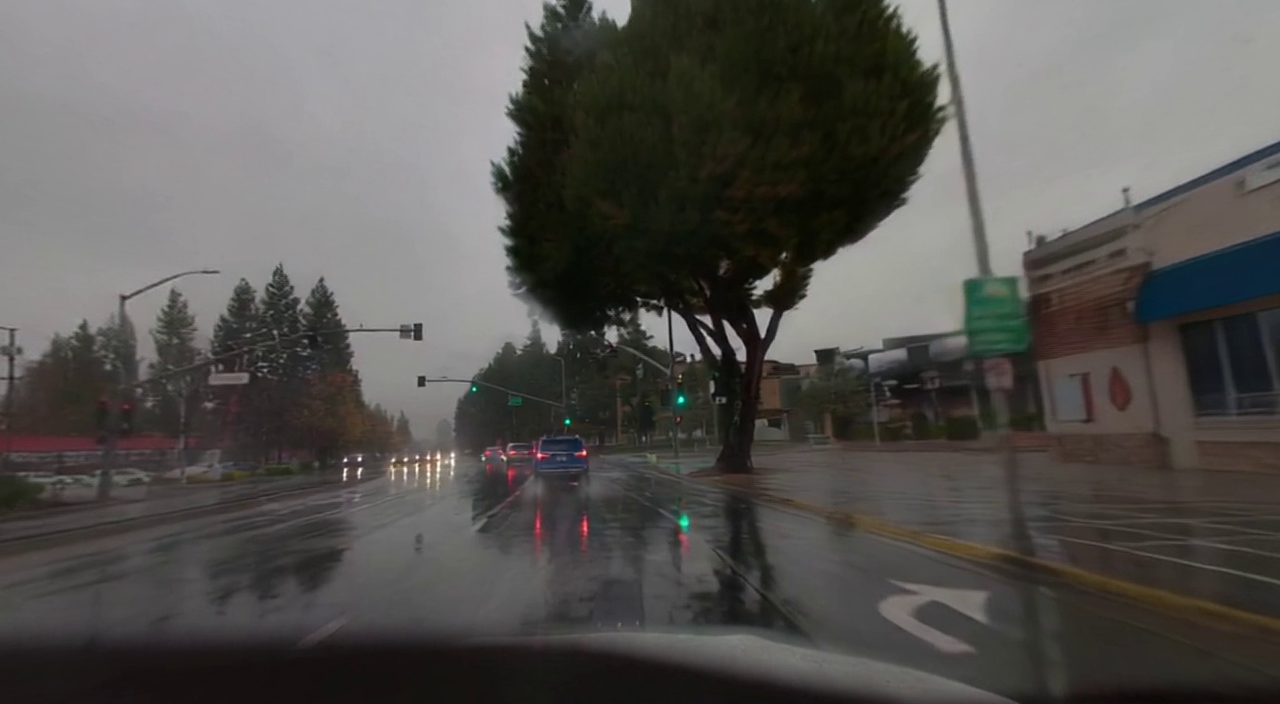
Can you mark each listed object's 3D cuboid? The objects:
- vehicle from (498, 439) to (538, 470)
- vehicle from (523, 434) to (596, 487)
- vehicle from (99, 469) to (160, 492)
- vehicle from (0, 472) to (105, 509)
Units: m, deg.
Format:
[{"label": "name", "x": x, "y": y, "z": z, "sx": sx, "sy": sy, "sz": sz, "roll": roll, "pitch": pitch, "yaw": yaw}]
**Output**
[{"label": "vehicle", "x": -8.332, "y": 6.902, "z": 42.811, "sx": 2.067, "sy": 1.947, "sz": 4.628, "roll": 2, "pitch": -9, "yaw": -18}, {"label": "vehicle", "x": -3.045, "y": 3.948, "z": 23.286, "sx": 2.227, "sy": 1.733, "sz": 3.930, "roll": 2, "pitch": -9, "yaw": -13}, {"label": "vehicle", "x": -39.521, "y": 9.951, "z": 49.034, "sx": 2.004, "sy": 1.479, "sz": 4.230, "roll": 2, "pitch": -9, "yaw": -14}, {"label": "vehicle", "x": -29.619, "y": 6.733, "z": 30.757, "sx": 4.804, "sy": 1.544, "sz": 2.244, "roll": 2, "pitch": -9, "yaw": -17}]
